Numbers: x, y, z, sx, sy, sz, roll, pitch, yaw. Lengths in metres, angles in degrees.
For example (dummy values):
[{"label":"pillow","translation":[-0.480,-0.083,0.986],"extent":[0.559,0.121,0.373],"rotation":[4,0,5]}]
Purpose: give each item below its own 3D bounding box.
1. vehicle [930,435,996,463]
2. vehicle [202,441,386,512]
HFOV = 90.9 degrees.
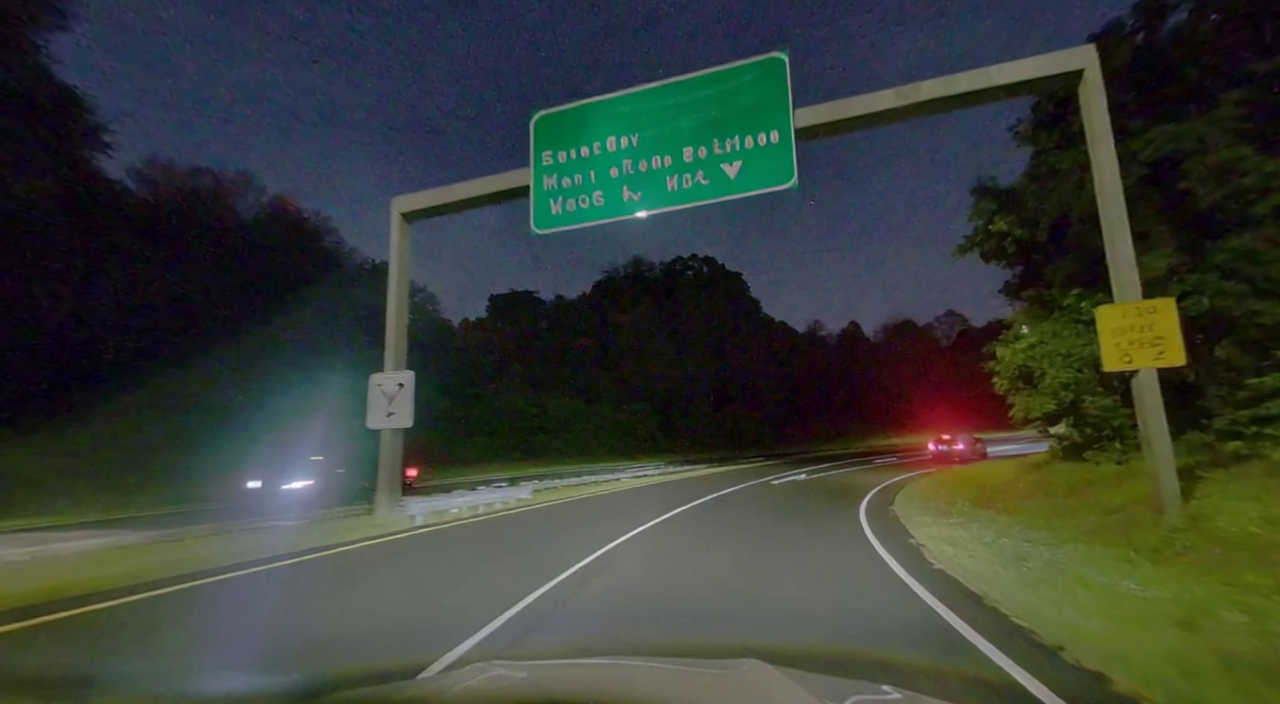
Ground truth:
[{"label":"vehicle","translation":[17.645,5.300,34.340],"extent":[3.645,1.427,1.807],"rotation":[7,-12,-39]},{"label":"vehicle","translation":[-7.749,2.784,14.484],"extent":[1.704,1.392,3.351],"rotation":[-3,-10,19]}]
